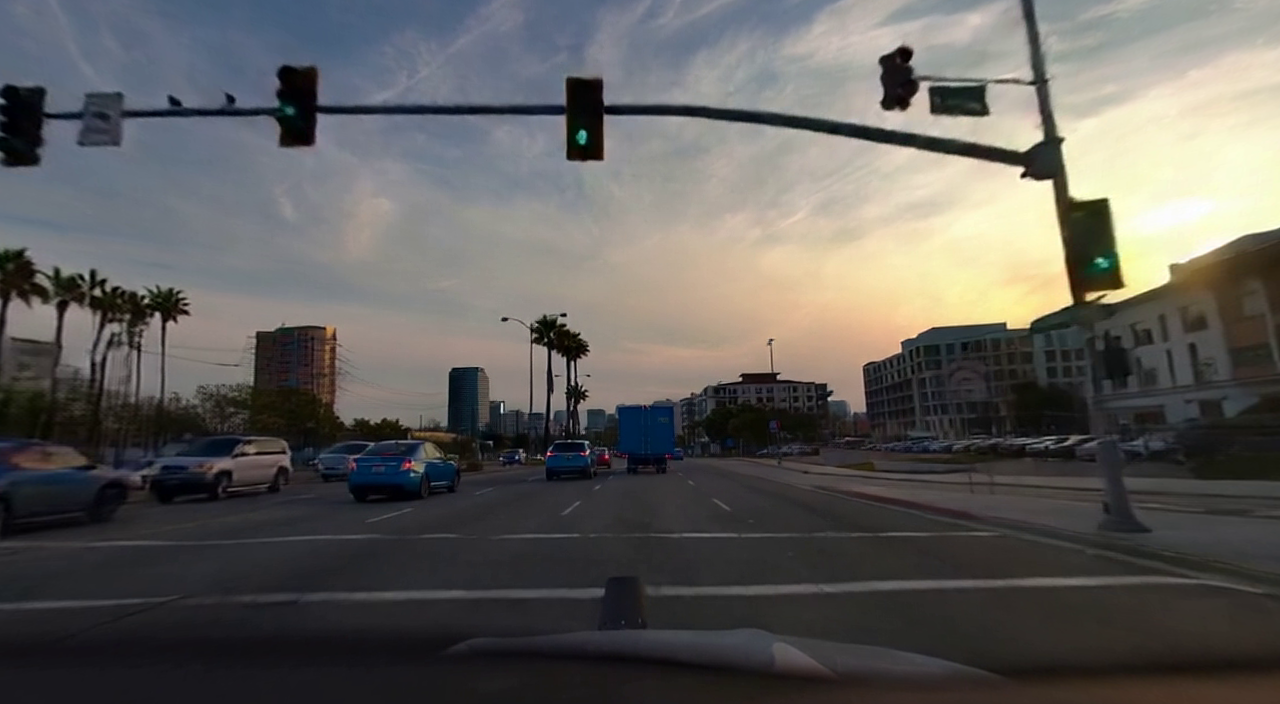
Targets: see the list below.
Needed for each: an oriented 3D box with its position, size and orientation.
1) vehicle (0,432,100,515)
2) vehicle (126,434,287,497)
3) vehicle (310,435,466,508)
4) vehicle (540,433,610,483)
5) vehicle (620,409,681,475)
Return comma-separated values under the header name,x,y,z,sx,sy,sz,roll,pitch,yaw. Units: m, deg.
name,x,y,z,sx,sy,sz,roll,pitch,yaw
vehicle,-14.680,2.628,13.307,2.040,1.745,4.899,-3,-10,1
vehicle,-14.447,3.779,21.359,2.010,1.885,4.606,0,-9,2
vehicle,-6.301,3.026,16.435,2.045,1.630,4.680,0,-9,1
vehicle,-2.540,4.334,25.966,2.178,1.826,4.933,0,-9,2
vehicle,0.557,4.891,34.042,2.993,3.235,6.692,0,-9,1
